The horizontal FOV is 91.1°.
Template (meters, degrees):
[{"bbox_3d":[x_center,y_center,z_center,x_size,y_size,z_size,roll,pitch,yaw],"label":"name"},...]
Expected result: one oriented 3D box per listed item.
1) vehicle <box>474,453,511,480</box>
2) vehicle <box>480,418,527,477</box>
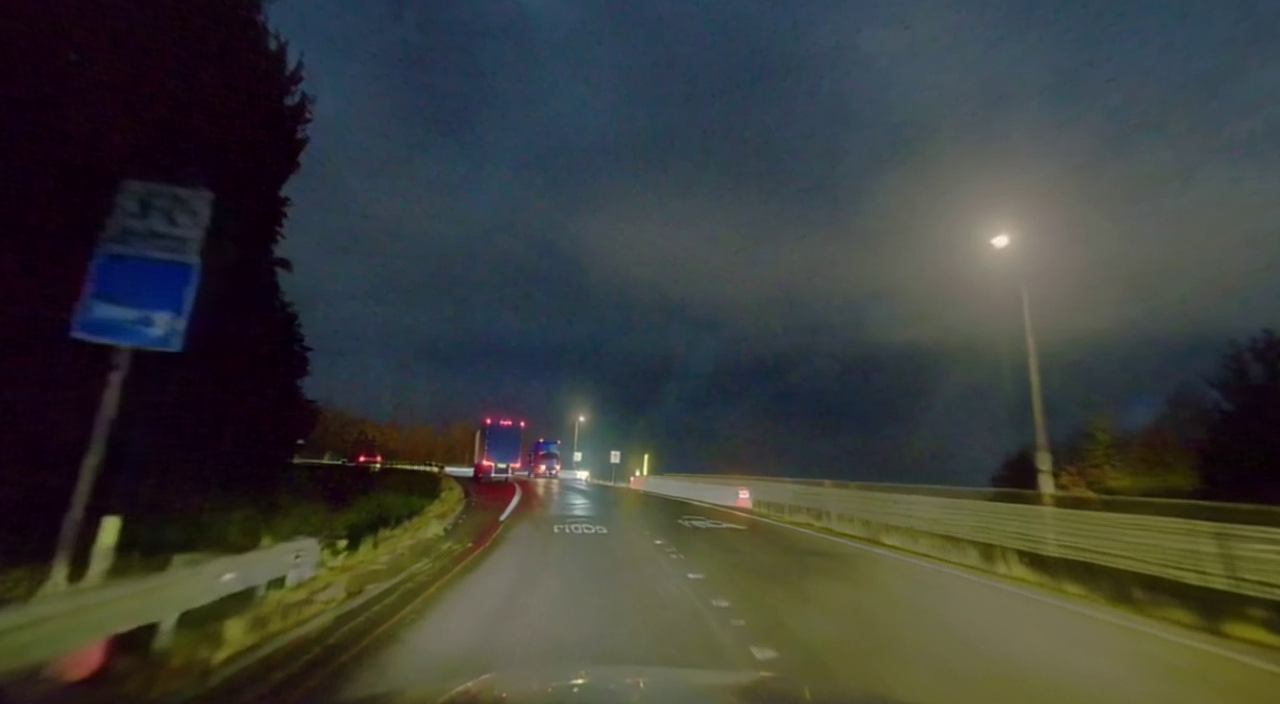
[{"bbox_3d":[-9.022,7.049,38.688,2.039,1.536,3.648,3,-11,-11],"label":"vehicle"},{"bbox_3d":[-10.191,7.393,47.703,3.025,4.012,8.399,3,-11,-10],"label":"vehicle"}]
